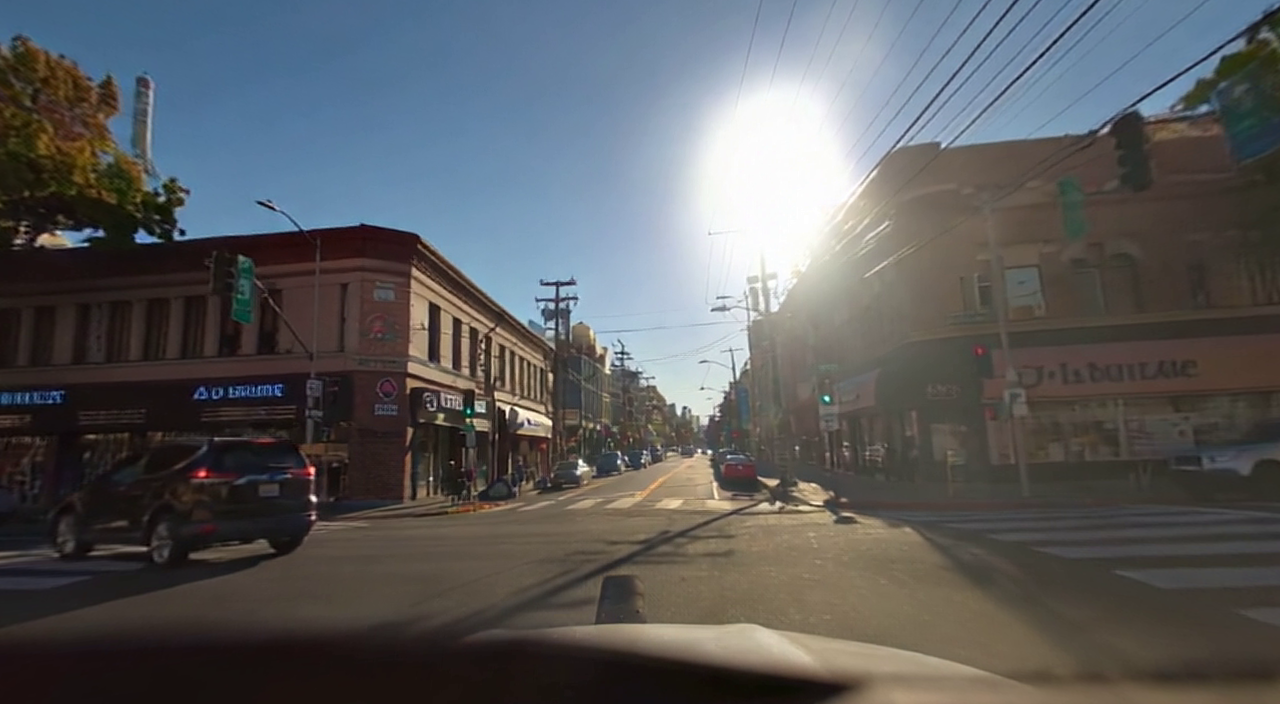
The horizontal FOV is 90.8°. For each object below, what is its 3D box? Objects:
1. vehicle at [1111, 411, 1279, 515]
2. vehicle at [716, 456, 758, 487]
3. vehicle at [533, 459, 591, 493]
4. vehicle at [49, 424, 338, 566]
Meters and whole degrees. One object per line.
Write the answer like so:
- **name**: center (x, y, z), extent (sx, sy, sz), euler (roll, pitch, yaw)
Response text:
- **vehicle**: center (13.512, 2.198, 12.825), extent (5.716, 1.894, 2.433), euler (-2, -9, 5)
- **vehicle**: center (5.369, 6.645, 35.393), extent (2.062, 1.526, 3.989), euler (-1, -9, 5)
- **vehicle**: center (-4.142, 6.665, 34.322), extent (2.179, 1.596, 4.286), euler (-1, -9, 7)
- **vehicle**: center (-7.723, 2.308, 10.883), extent (4.611, 1.882, 2.440), euler (-7, -11, 34)
